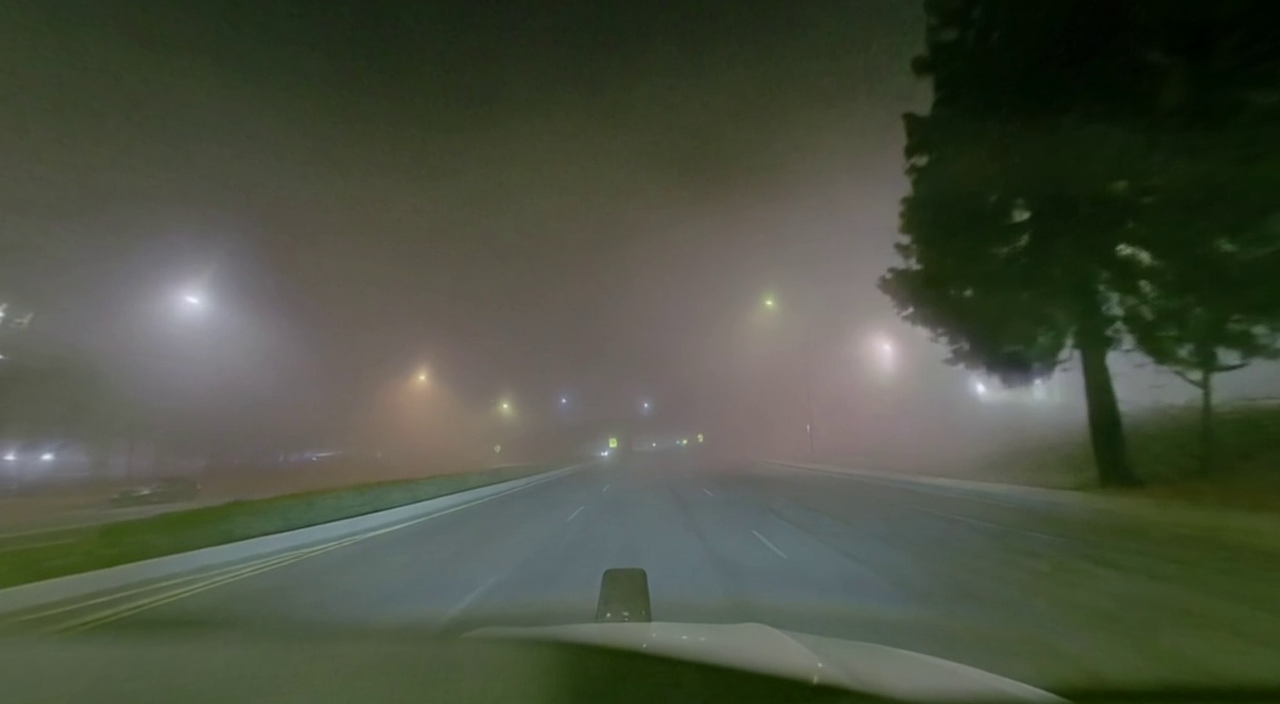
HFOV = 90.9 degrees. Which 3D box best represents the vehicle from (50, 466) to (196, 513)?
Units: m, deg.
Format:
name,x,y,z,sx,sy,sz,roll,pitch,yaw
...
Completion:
name,x,y,z,sx,sy,sz,roll,pitch,yaw
vehicle,-21.574,5.717,26.661,1.945,1.481,5.005,-4,-8,1
